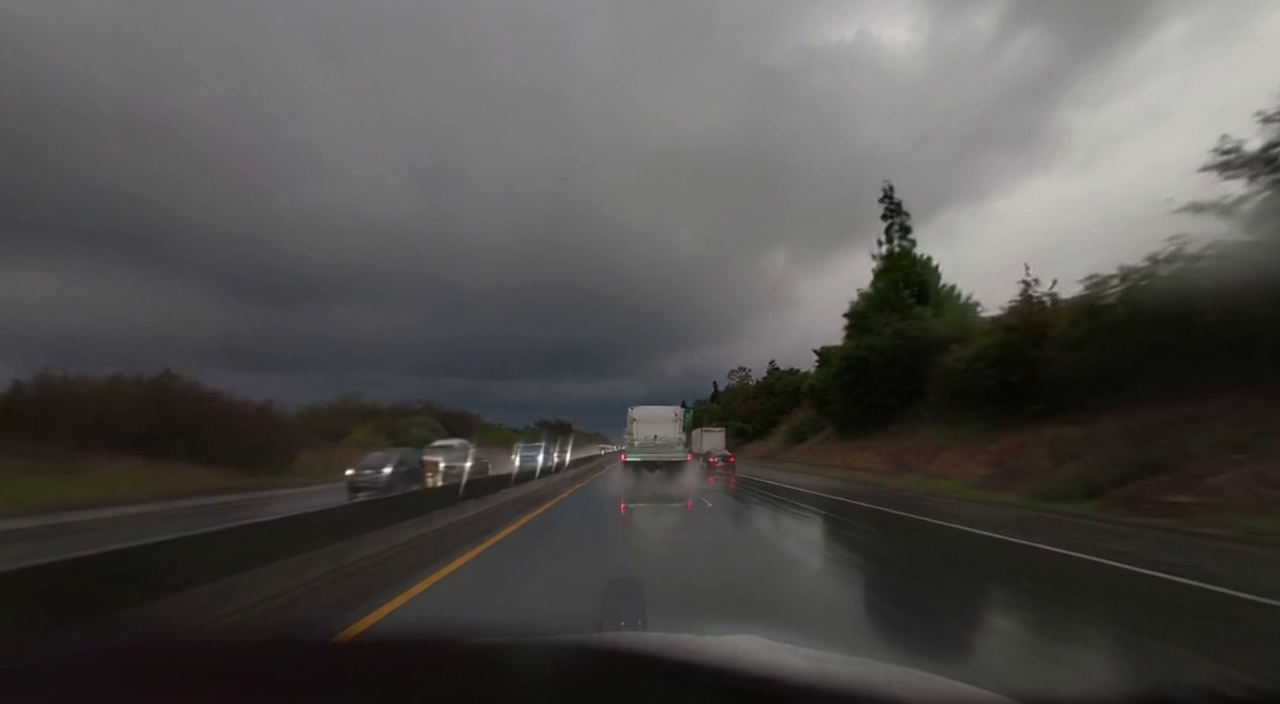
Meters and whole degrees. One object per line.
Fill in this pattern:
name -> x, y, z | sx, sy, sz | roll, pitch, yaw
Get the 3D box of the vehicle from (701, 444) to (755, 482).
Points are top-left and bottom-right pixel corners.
vehicle -> 3.641, 4.673, 26.763 | 1.654, 1.441, 4.066 | 0, -9, -1

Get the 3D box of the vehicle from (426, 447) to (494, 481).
vehicle -> -8.750, 5.470, 31.105 | 2.009, 1.535, 4.266 | 0, -9, 1

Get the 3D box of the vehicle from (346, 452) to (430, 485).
vehicle -> -12.592, 5.841, 31.860 | 2.325, 1.498, 4.589 | 0, -9, 0

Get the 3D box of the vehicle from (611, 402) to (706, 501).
vehicle -> 0.373, 2.929, 18.699 | 2.423, 2.517, 5.055 | 0, -9, -2
